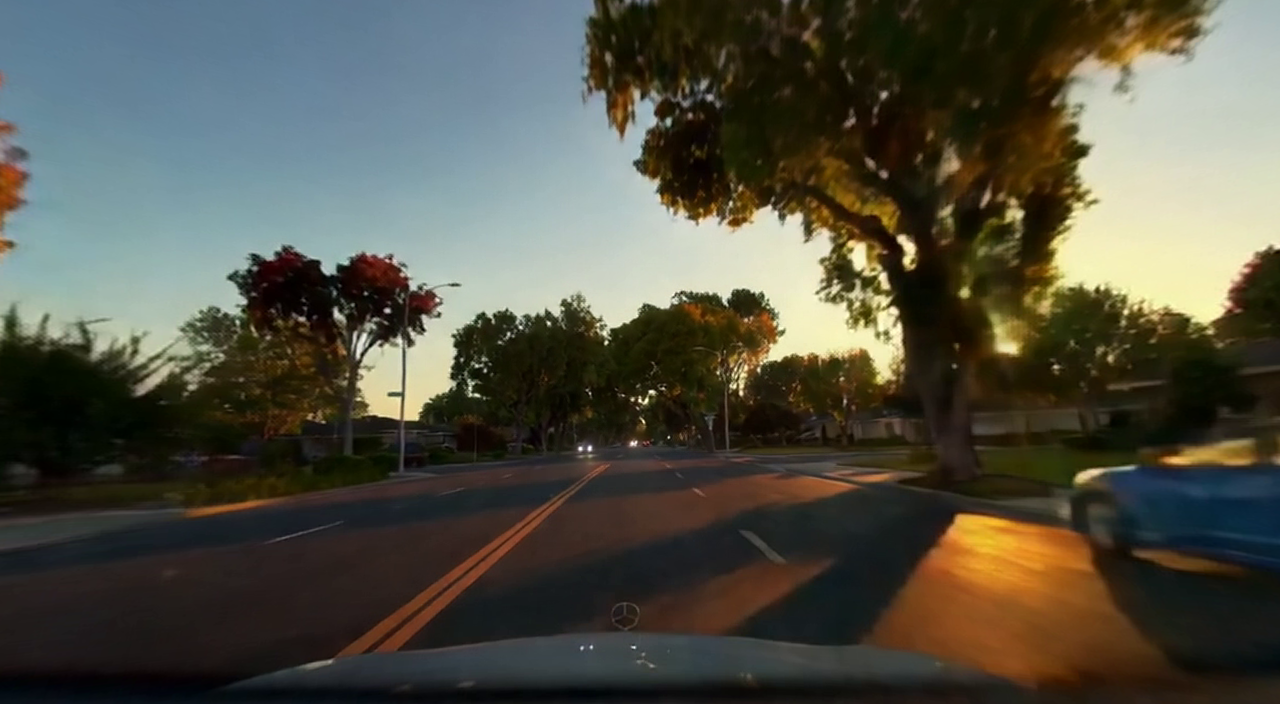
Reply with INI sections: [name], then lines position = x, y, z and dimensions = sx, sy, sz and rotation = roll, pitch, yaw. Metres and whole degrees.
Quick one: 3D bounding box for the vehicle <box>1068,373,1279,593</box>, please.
[vehicle]
position = 6.498, 1.184, 5.556
dimensions = 2.116, 1.844, 4.792
rotation = 3, -8, 0
